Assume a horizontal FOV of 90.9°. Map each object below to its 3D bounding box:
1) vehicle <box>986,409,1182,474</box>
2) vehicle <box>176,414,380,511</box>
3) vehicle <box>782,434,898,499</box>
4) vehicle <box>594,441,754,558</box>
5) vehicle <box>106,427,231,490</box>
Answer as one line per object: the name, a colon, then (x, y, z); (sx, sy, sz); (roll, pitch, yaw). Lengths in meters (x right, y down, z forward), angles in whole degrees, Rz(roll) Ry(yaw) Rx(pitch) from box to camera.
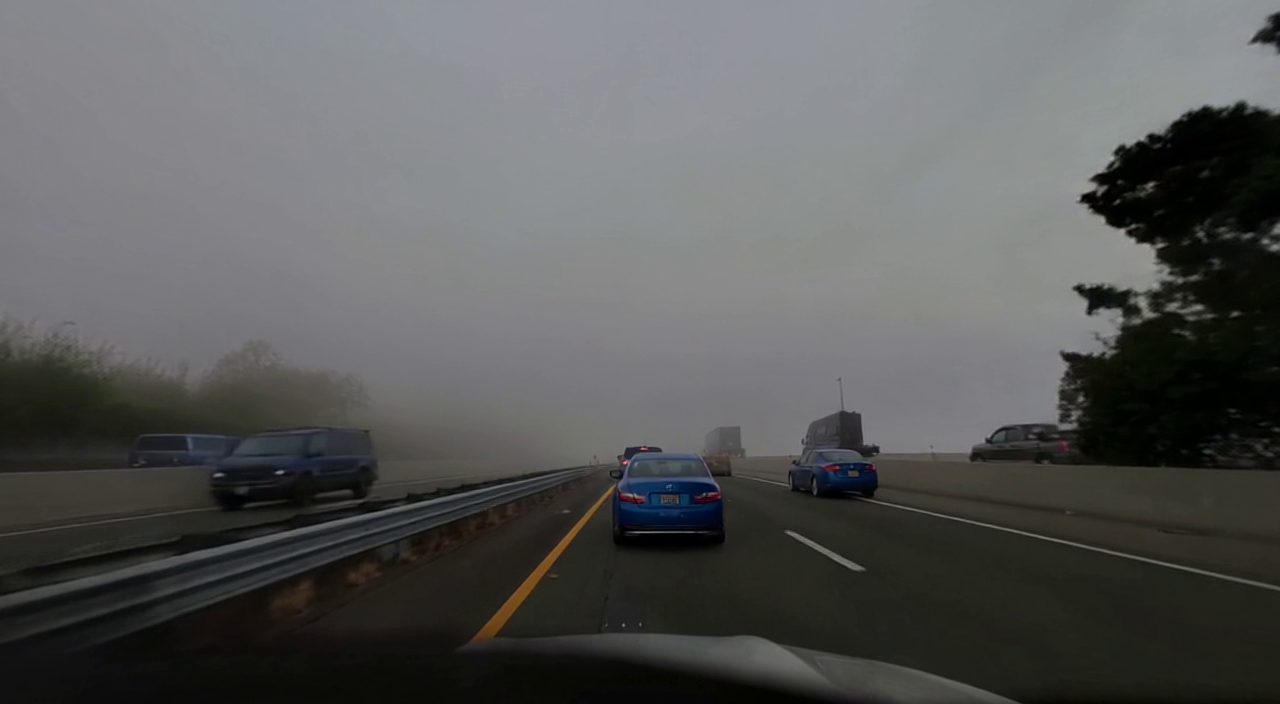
vehicle: (31.482, 6.684, 46.223); (2.822, 3.996, 14.073); (1, -9, -6)
vehicle: (-12.346, 3.889, 22.646); (2.580, 2.814, 7.896); (0, -9, 0)
vehicle: (6.260, 3.663, 20.429); (2.177, 1.827, 4.565); (0, -9, -1)
vehicle: (0.446, 2.216, 10.120); (2.076, 1.485, 3.774); (0, -9, 0)
vehicle: (-33.568, 7.567, 45.397); (2.902, 3.981, 7.819); (-3, -8, 0)
